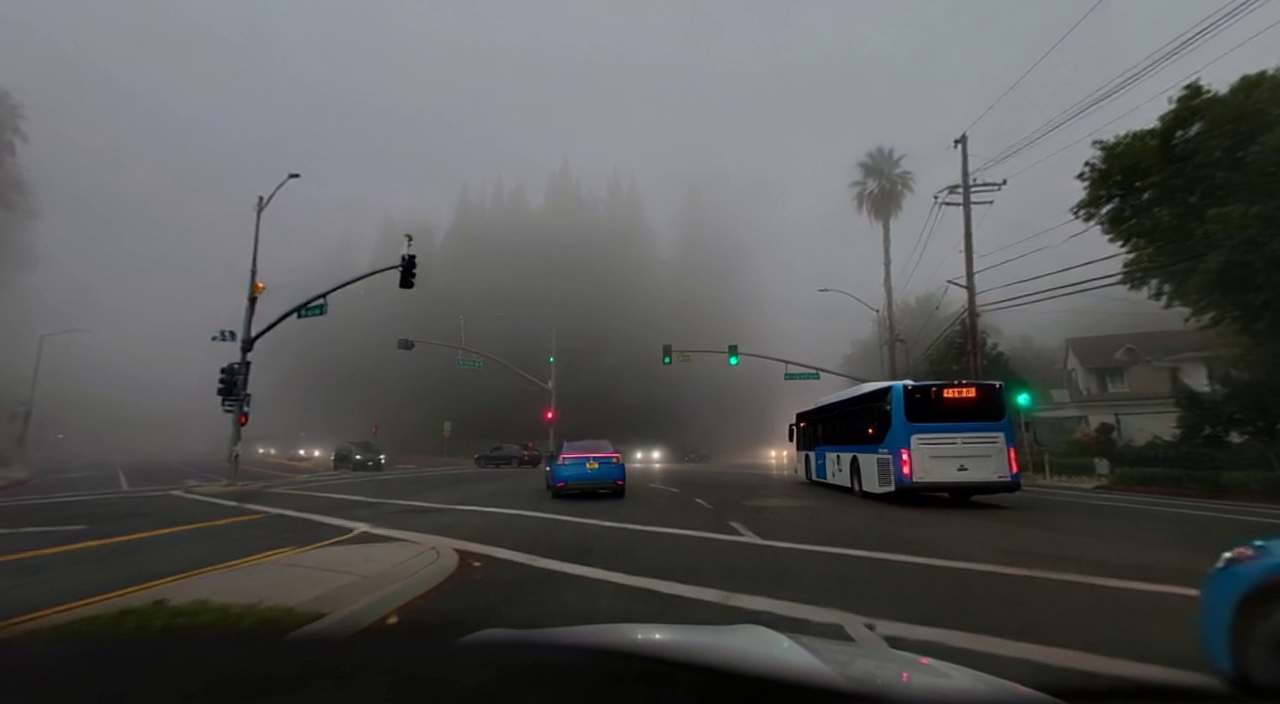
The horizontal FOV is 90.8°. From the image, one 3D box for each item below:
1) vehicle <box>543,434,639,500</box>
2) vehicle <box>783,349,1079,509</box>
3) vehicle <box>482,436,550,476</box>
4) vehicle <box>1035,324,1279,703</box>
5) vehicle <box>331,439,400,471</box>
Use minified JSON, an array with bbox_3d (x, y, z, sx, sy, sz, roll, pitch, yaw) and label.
[{"bbox_3d":[-1.605,3.377,18.976,2.341,1.709,4.466,1,-9,-11],"label":"vehicle"},{"bbox_3d":[8.012,2.732,21.055,3.483,3.546,13.998,0,-9,1],"label":"vehicle"},{"bbox_3d":[-6.487,5.338,32.576,2.272,1.891,4.562,4,-9,-26],"label":"vehicle"},{"bbox_3d":[3.685,0.624,1.398,2.205,1.803,5.135,0,-9,-1],"label":"vehicle"},{"bbox_3d":[-17.450,6.477,39.984,2.283,1.878,5.384,7,-11,-42],"label":"vehicle"}]
